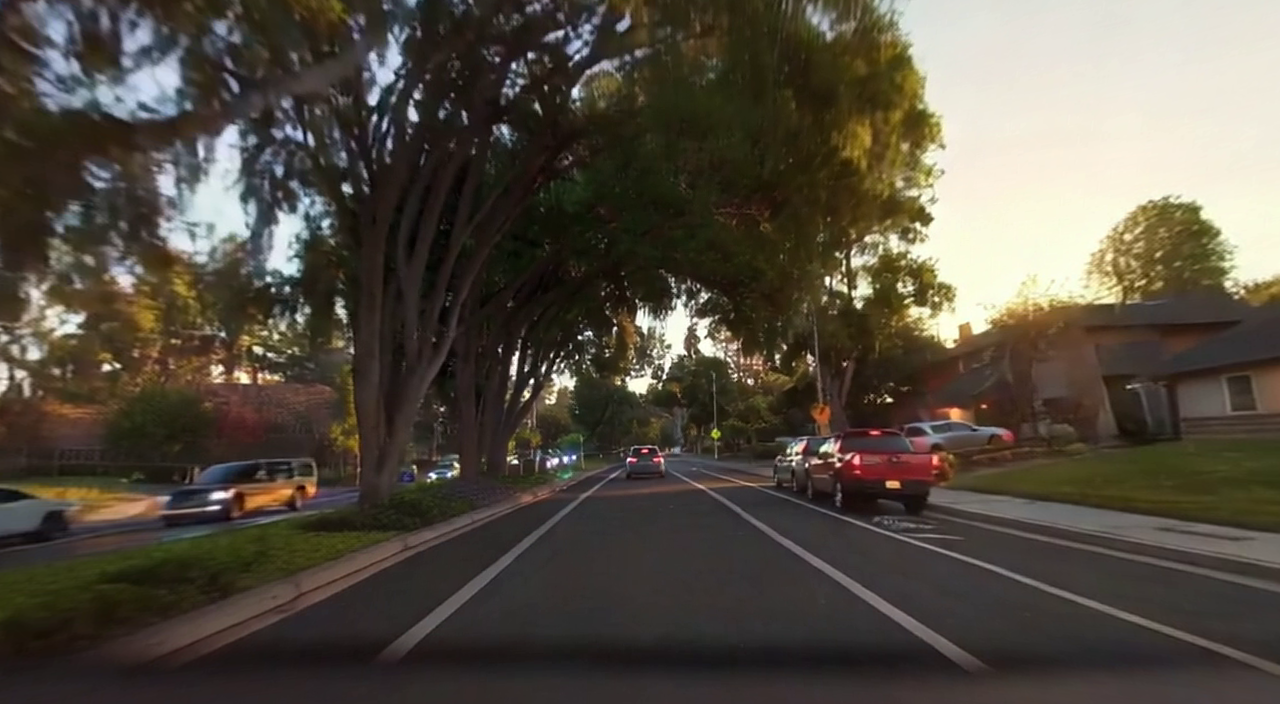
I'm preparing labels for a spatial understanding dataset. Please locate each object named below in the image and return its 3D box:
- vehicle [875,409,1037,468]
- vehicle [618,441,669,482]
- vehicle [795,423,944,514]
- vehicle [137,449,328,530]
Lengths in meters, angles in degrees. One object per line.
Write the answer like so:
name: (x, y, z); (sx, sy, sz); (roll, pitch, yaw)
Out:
vehicle: (11.928, 3.356, 24.180); (4.919, 1.886, 2.086); (-4, -10, 2)
vehicle: (0.192, 4.800, 27.979); (2.106, 1.655, 3.717); (0, -8, 1)
vehicle: (5.131, 2.673, 14.981); (2.045, 1.776, 4.851); (-1, -8, 5)
vehicle: (-10.303, 3.454, 16.503); (2.028, 1.759, 4.360); (0, -8, 0)
